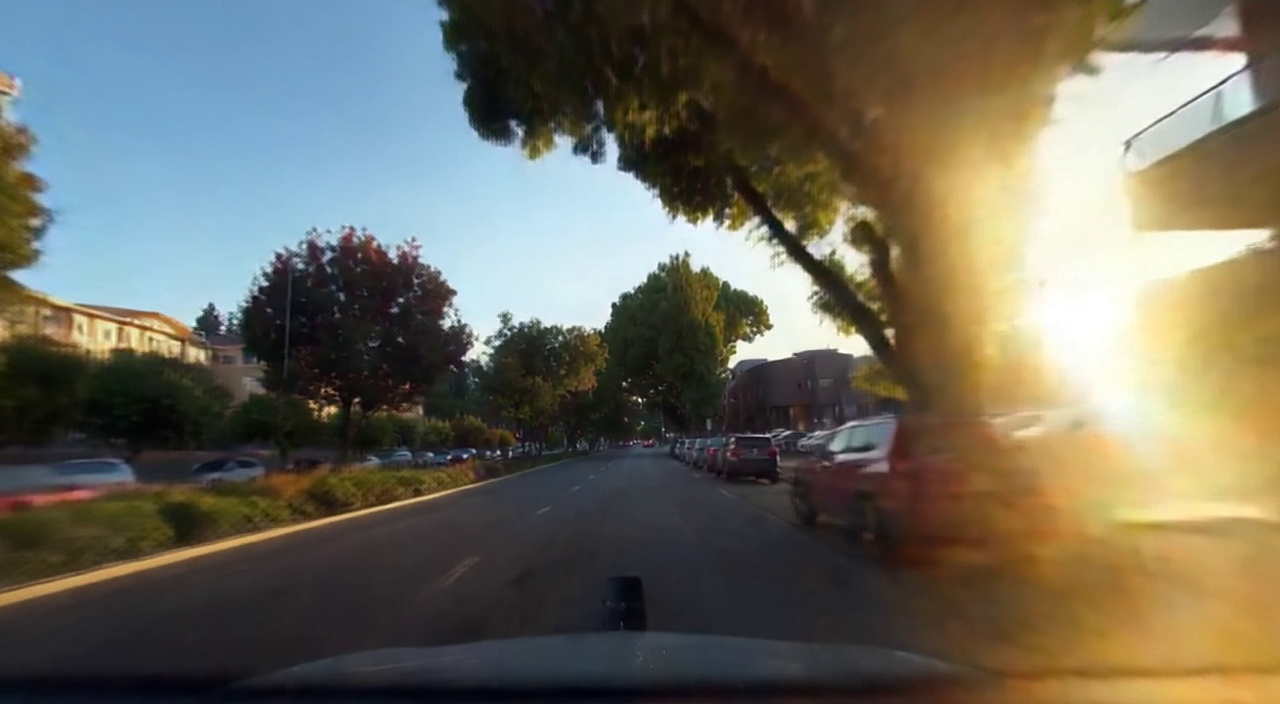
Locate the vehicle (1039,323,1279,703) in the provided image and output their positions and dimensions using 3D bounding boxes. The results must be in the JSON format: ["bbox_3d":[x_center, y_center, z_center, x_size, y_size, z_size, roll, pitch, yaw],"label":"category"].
[{"bbox_3d":[3.528,0.641,1.579,1.975,1.762,4.607,0,-8,-1],"label":"vehicle"}]

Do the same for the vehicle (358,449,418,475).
[{"bbox_3d":[-18.118,7.908,45.724,2.037,1.694,5.511,0,-8,0],"label":"vehicle"}]

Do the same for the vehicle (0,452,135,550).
[{"bbox_3d":[-11.176,2.424,10.334,1.982,1.515,4.648,0,-8,0],"label":"vehicle"}]

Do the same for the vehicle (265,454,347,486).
[{"bbox_3d":[-17.894,6.331,34.100,1.932,1.510,4.685,0,-8,-1],"label":"vehicle"}]

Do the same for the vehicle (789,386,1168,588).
[{"bbox_3d":[3.532,1.523,7.992,2.012,1.748,4.849,0,-8,-1],"label":"vehicle"}]

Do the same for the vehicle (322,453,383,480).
[{"bbox_3d":[-17.909,7.127,39.618,1.780,1.463,4.573,0,-8,-2],"label":"vehicle"}]

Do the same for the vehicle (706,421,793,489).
[{"bbox_3d":[3.375,3.288,20.417,1.935,1.920,4.397,0,-8,-1],"label":"vehicle"}]

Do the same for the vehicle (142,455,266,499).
[{"bbox_3d":[-17.934,5.133,26.317,1.826,1.544,4.680,0,-8,0],"label":"vehicle"}]
